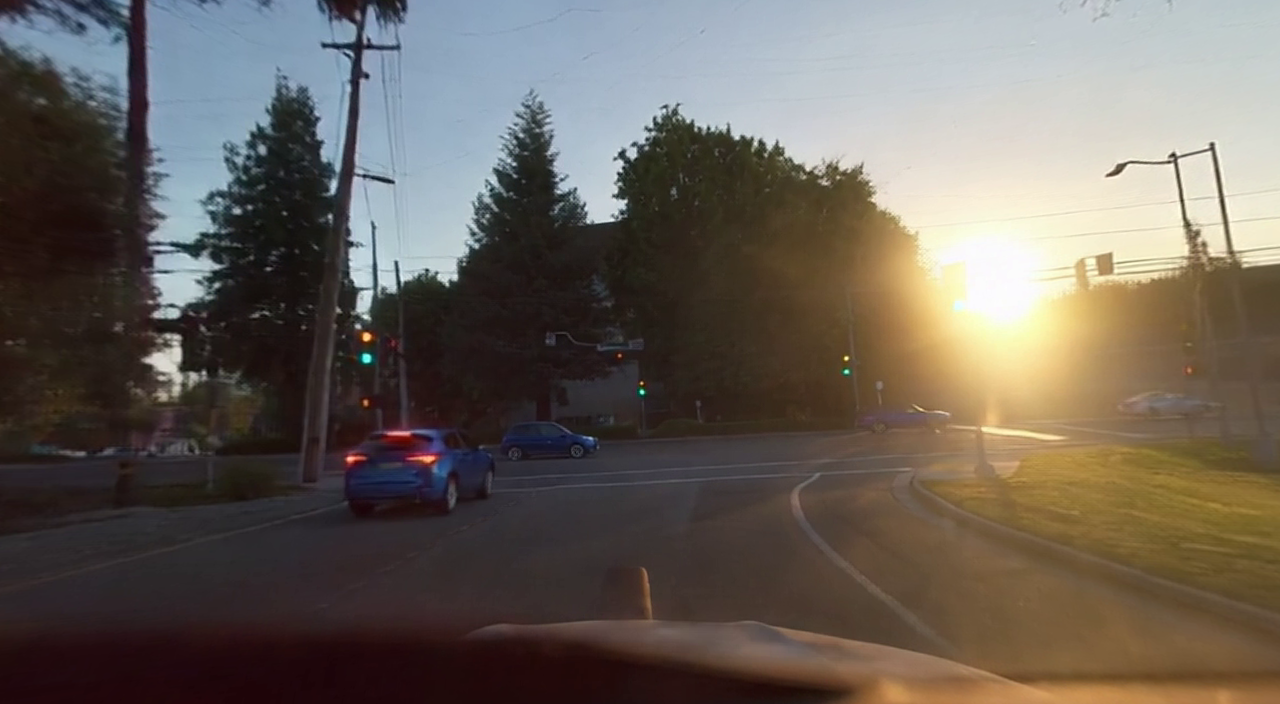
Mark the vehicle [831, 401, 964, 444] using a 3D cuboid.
[{"bbox_3d":[10.607,2.956,26.248,4.636,1.668,1.935,-1,-8,2],"label":"vehicle"}]

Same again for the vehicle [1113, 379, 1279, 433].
[{"bbox_3d":[22.794,2.262,25.798,4.950,2.022,2.221,0,-8,1],"label":"vehicle"}]

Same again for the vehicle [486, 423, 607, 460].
[{"bbox_3d":[-3.859,3.756,26.584,4.757,1.442,1.858,-1,-6,1],"label":"vehicle"}]

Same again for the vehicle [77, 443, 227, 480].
[{"bbox_3d":[-20.376,4.575,26.479,4.610,1.476,2.021,0,-8,0],"label":"vehicle"}]

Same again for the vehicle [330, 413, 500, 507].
[{"bbox_3d":[-4.724,2.359,14.137,1.928,1.726,4.704,-1,-9,2],"label":"vehicle"}]
